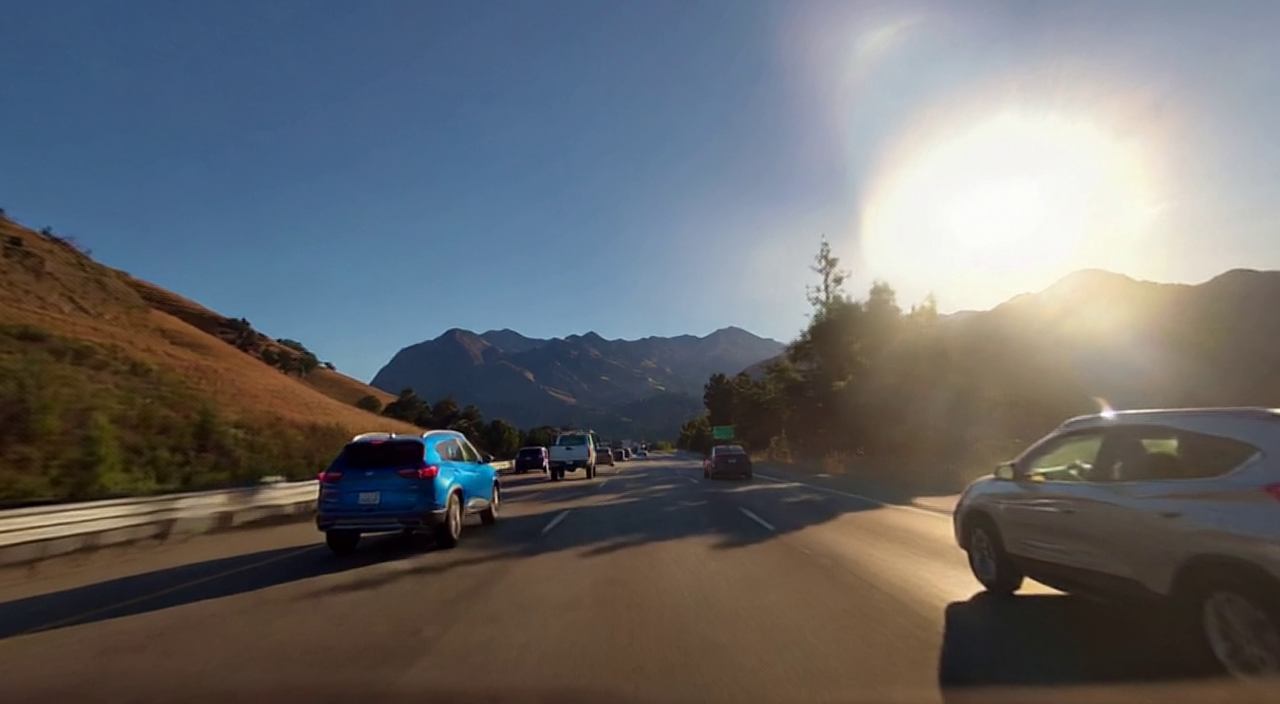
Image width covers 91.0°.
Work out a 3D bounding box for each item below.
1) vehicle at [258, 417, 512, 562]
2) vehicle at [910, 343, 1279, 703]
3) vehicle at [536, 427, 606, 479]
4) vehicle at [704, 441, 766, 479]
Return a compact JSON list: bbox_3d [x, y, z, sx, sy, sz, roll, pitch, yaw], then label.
[{"bbox_3d":[-3.480,1.951,9.675,2.080,1.716,4.207,0,-8,1],"label":"vehicle"},{"bbox_3d":[3.781,1.009,4.016,2.066,1.696,4.604,0,-8,0],"label":"vehicle"},{"bbox_3d":[-3.010,4.624,29.002,2.494,2.136,5.539,0,-8,1],"label":"vehicle"},{"bbox_3d":[4.202,4.878,28.707,2.071,1.570,4.637,0,-8,0],"label":"vehicle"}]
